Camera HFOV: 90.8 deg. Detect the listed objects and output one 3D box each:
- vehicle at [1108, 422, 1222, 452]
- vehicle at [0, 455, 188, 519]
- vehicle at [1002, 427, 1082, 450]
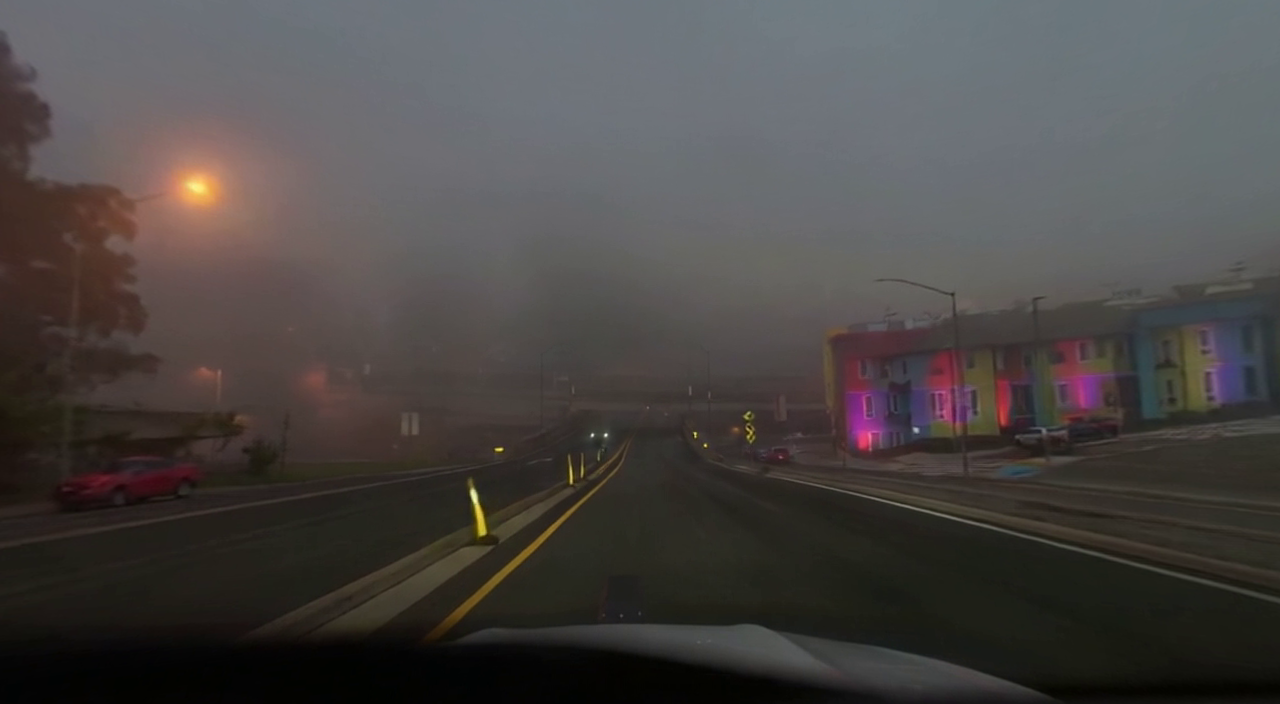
[{"bbox_3d":[28.969,4.691,34.956,4.536,1.483,1.917,-1,-4,3],"label":"vehicle"},{"bbox_3d":[-17.289,4.234,20.369,1.992,1.527,4.540,-1,-6,2],"label":"vehicle"},{"bbox_3d":[28.575,6.166,44.982,4.400,1.614,1.916,0,-8,-1],"label":"vehicle"}]
